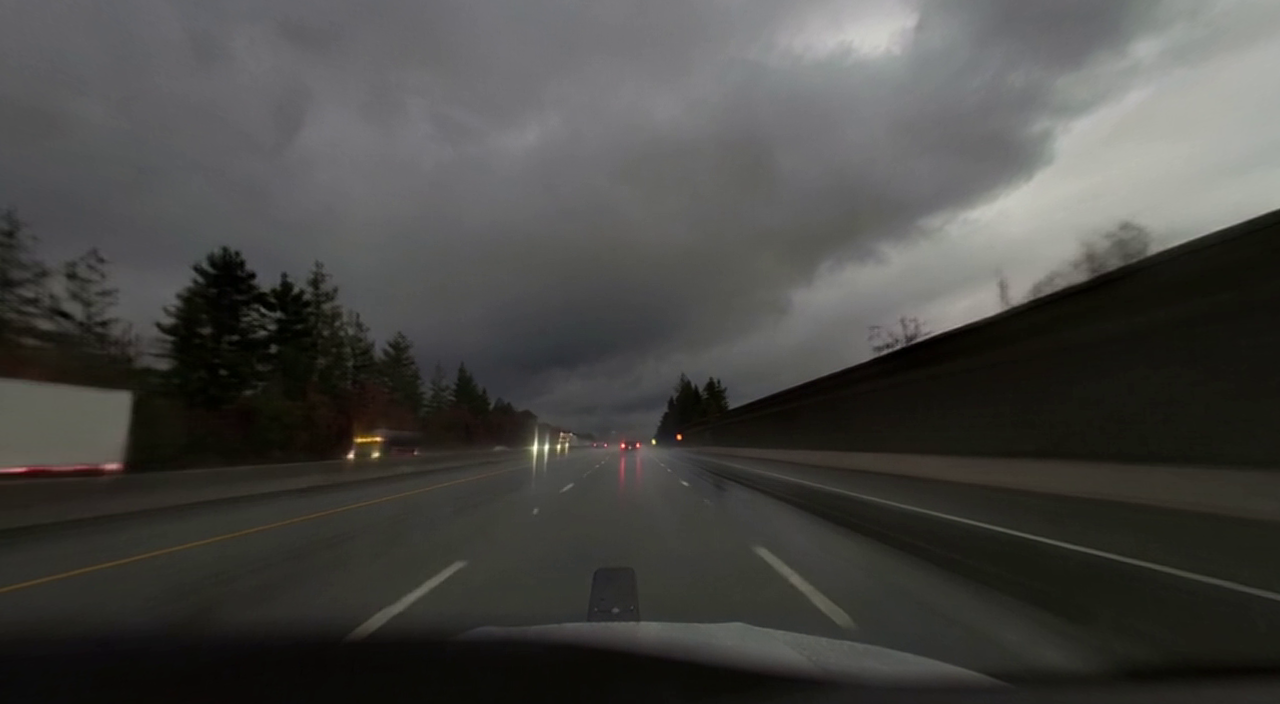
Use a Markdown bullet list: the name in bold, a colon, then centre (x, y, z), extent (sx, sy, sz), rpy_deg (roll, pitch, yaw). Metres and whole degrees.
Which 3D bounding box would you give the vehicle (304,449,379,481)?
- **vehicle**: centre (-15.903, 6.019, 33.804), extent (1.847, 1.476, 4.561), rpy_deg (0, -8, -1)

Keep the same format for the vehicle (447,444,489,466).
- **vehicle**: centre (-12.801, 7.694, 47.147), extent (1.962, 1.479, 4.434), rpy_deg (0, -8, -1)

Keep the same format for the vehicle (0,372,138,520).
- **vehicle**: centre (-19.320, 2.326, 15.310), extent (2.955, 4.092, 13.867), rpy_deg (0, -8, -1)

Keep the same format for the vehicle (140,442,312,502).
- **vehicle**: centre (-11.885, 3.427, 18.558), extent (1.985, 1.503, 4.545), rpy_deg (-1, -8, 0)

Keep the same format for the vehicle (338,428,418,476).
- **vehicle**: centre (-19.500, 7.476, 47.481), extent (2.739, 3.229, 7.874), rpy_deg (-1, -8, 0)
